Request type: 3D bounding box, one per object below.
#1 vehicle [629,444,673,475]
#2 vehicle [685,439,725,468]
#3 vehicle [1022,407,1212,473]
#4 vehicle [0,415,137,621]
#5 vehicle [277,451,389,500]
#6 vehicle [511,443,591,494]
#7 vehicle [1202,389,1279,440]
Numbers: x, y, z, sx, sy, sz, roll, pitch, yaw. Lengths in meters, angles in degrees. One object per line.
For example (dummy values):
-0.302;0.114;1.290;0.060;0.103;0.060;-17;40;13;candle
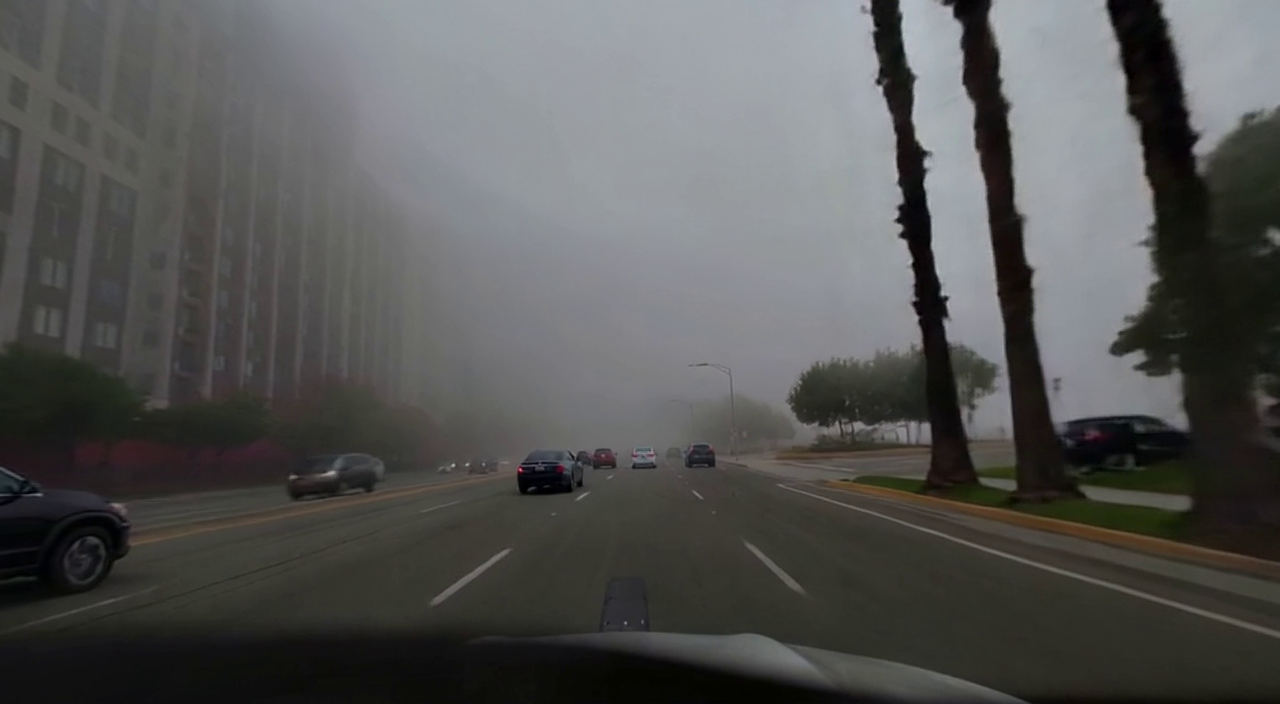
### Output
0.558;5.612;33.076;2.147;1.507;3.953;0;-8;1;vehicle
4.211;6.680;41.698;2.108;1.785;4.334;0;-8;-1;vehicle
12.113;2.278;16.014;4.378;1.463;1.824;5;-10;-23;vehicle
-6.466;1.277;4.447;2.030;1.730;4.506;-1;-8;1;vehicle
-11.745;4.719;24.541;2.034;1.649;4.577;0;-8;0;vehicle
-2.835;3.834;21.103;1.908;1.505;4.369;-1;-8;2;vehicle
22.212;2.336;22.789;4.554;1.635;1.864;6;-11;-37;vehicle
